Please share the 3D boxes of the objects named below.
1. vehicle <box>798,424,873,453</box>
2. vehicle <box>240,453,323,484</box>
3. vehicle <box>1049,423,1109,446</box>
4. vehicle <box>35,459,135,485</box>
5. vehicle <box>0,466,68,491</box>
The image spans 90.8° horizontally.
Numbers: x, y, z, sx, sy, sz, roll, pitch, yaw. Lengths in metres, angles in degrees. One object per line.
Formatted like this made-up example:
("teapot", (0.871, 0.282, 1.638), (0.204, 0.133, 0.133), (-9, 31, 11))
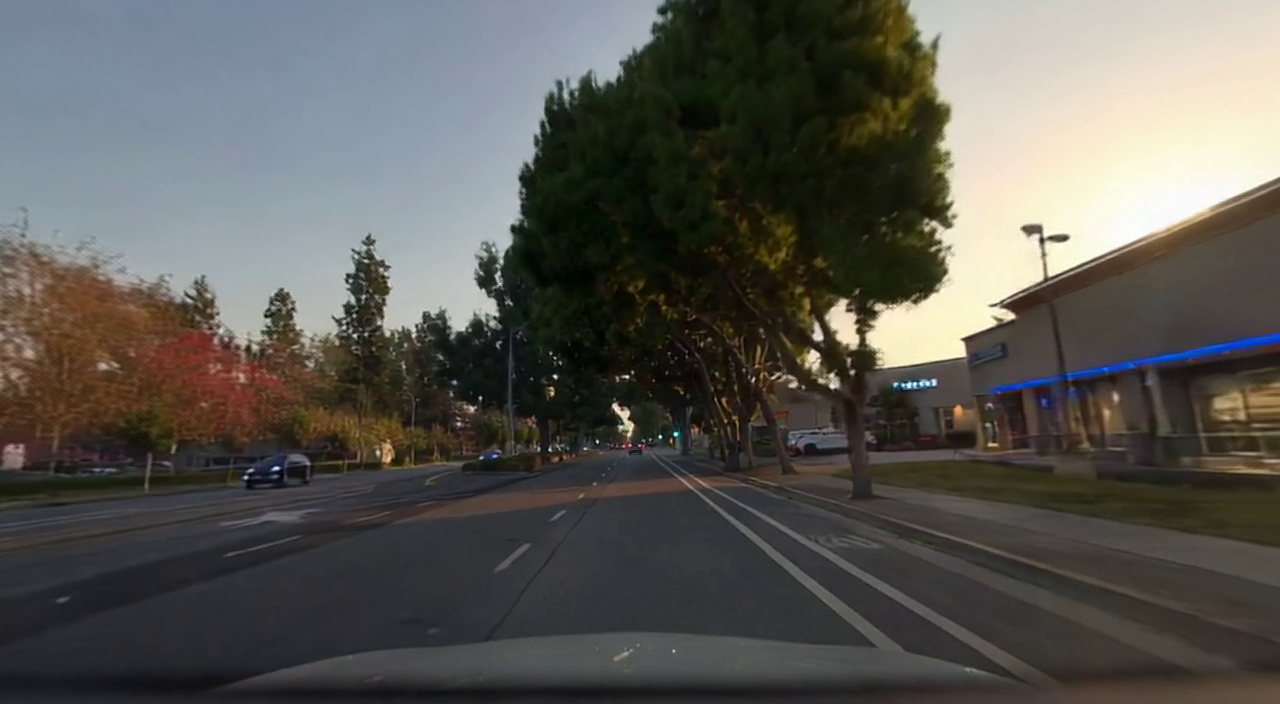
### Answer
("vehicle", (13.637, 6.040, 44.197), (4.514, 1.929, 1.991), (0, -8, -4))
("vehicle", (-19.118, 6.217, 33.936), (1.825, 1.457, 4.454), (0, -8, 0))
("vehicle", (32.956, 6.240, 47.596), (1.780, 1.456, 4.390), (-6, -10, 8))
("vehicle", (-37.090, 8.003, 42.293), (4.772, 1.580, 2.040), (0, -8, 2))
("vehicle", (-36.483, 7.512, 37.465), (3.395, 1.354, 1.608), (0, -8, -4))
